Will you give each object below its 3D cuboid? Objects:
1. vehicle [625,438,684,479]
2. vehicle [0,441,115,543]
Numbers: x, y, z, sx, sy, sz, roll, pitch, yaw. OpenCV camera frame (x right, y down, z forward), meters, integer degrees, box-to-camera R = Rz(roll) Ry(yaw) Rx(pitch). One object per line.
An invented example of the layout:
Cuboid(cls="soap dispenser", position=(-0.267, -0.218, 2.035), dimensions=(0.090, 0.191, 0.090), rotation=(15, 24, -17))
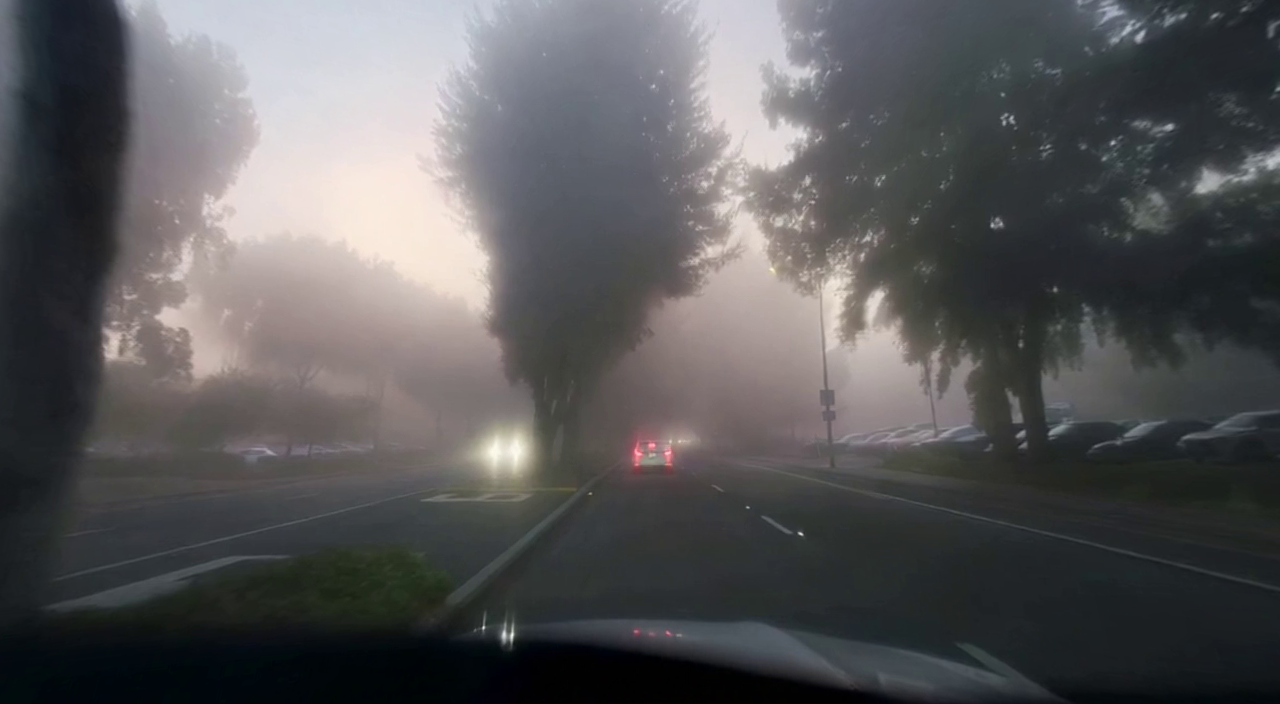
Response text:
Cuboid(cls="vehicle", position=(0.499, 4.081, 24.425), dimensions=(2.093, 1.442, 3.977), rotation=(0, -8, -1))
Cuboid(cls="vehicle", position=(-11.884, 2.384, 10.755), dimensions=(1.995, 1.715, 4.413), rotation=(0, -8, 0))
